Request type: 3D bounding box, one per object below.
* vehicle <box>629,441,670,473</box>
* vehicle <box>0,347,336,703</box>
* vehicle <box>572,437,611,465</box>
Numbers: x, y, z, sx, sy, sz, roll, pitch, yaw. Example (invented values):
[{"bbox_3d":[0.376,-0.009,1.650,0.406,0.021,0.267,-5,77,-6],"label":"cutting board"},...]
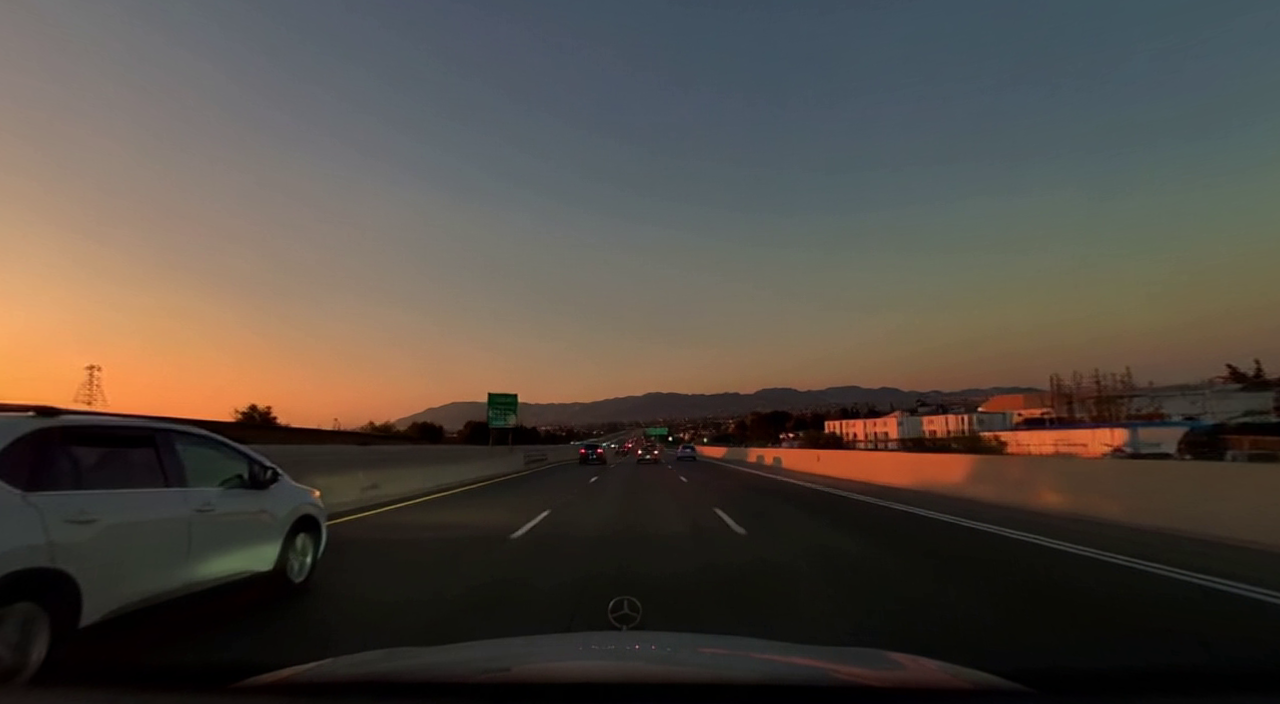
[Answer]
[{"bbox_3d":[0.464,5.450,33.054,2.000,1.558,3.945,0,-8,0],"label":"vehicle"},{"bbox_3d":[-3.956,0.966,3.431,2.239,1.761,4.620,0,-8,1],"label":"vehicle"},{"bbox_3d":[-3.545,7.364,47.186,2.403,1.946,5.623,0,-8,1],"label":"vehicle"}]
